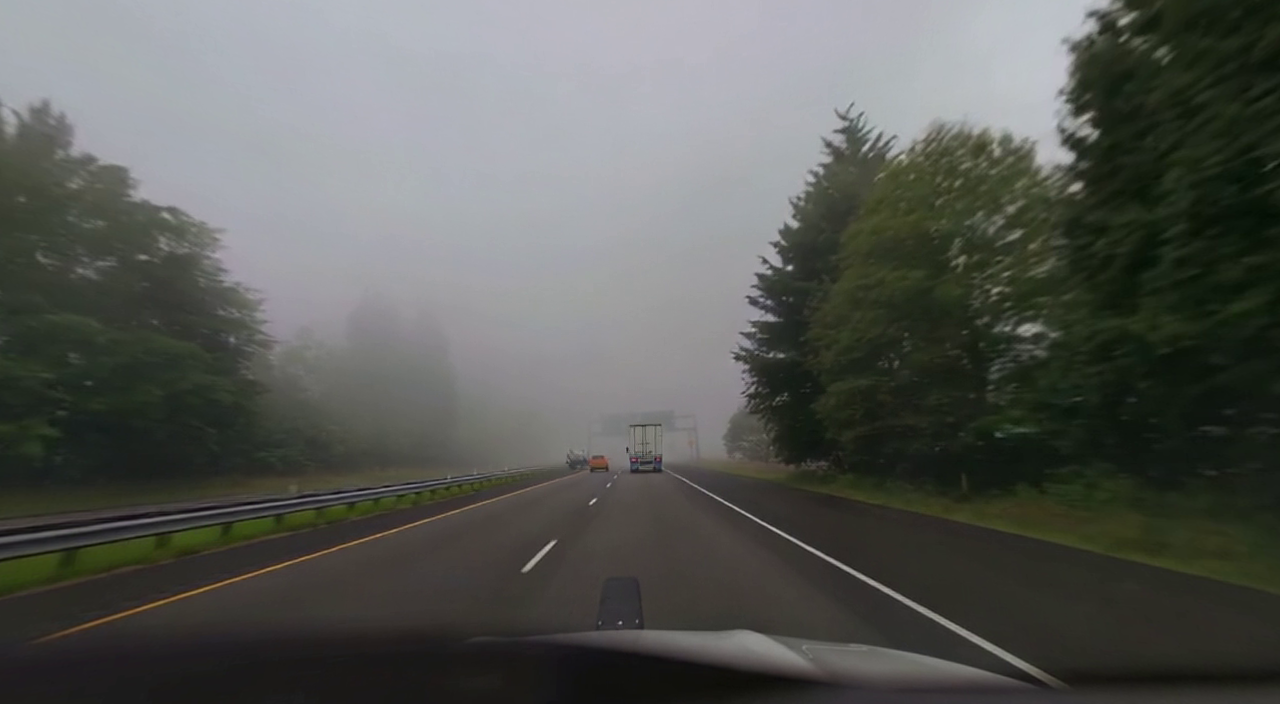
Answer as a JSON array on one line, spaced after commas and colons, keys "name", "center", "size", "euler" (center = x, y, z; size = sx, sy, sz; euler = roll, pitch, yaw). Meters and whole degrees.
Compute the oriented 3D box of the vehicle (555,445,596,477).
[{"name": "vehicle", "center": [-4.207, 7.184, 41.823], "size": [2.168, 1.980, 4.622], "euler": [0, -9, 0]}]
